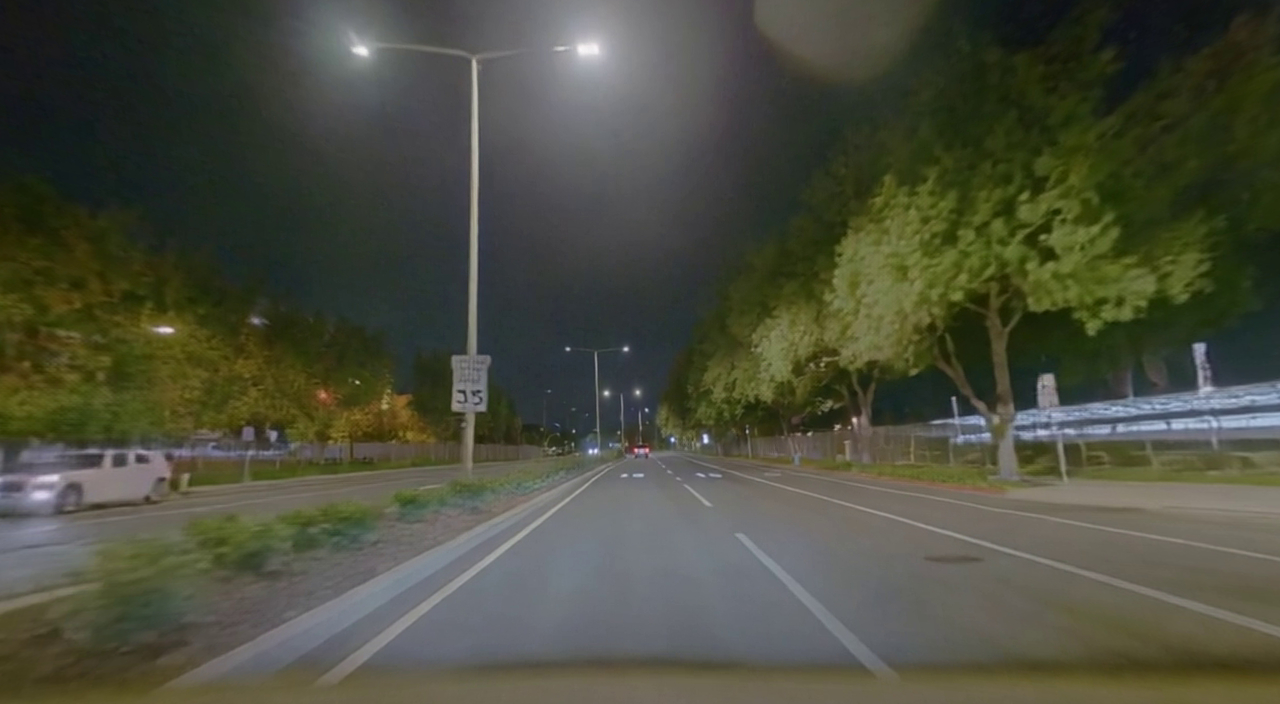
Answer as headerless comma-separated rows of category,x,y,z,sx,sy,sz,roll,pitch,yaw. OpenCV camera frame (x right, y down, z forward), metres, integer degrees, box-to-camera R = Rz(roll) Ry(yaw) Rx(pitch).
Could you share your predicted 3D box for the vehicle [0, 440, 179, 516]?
vehicle,-16.531,3.593,18.499,2.511,1.881,4.658,-2,-8,0
